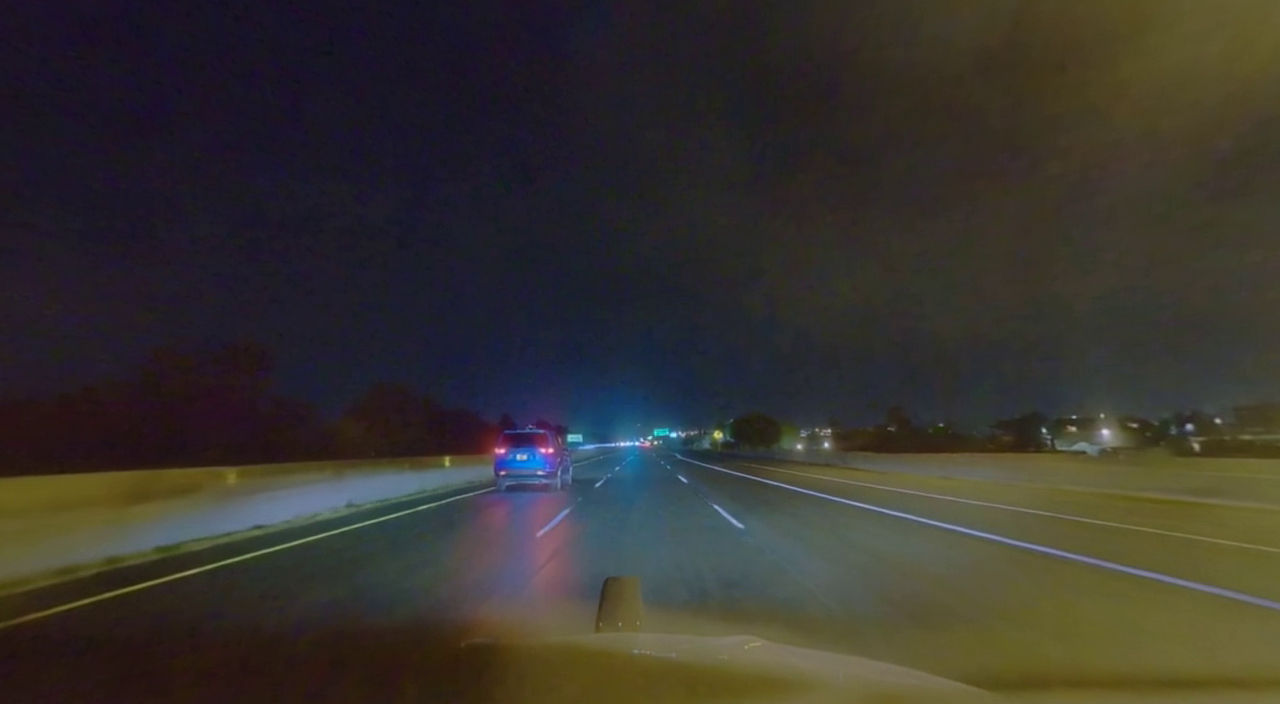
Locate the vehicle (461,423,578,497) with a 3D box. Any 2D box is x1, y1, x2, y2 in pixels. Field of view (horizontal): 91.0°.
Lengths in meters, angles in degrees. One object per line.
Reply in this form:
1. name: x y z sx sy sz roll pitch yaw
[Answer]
1. vehicle: -3.465 3.297 19.581 2.431 1.928 5.760 0 -9 1
